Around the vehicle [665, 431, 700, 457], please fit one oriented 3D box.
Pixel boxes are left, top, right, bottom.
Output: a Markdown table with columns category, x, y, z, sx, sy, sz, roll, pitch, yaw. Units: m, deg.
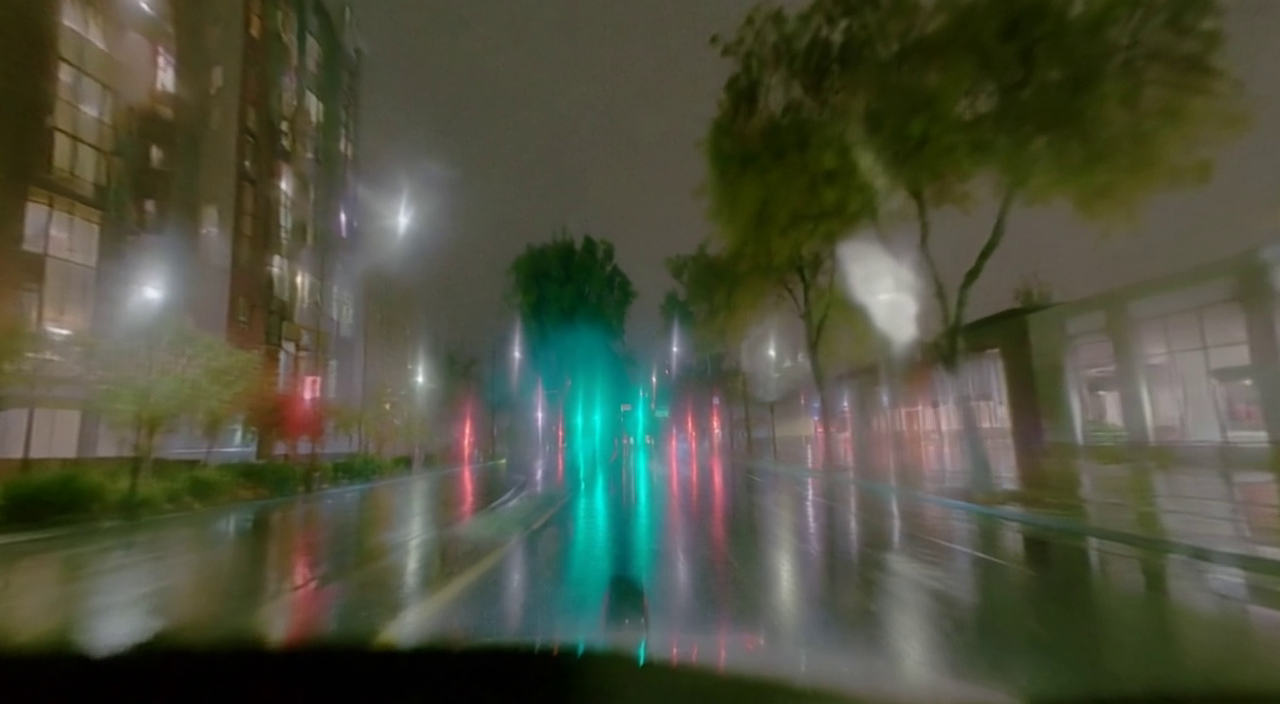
| category | x | y | z | sx | sy | sz | roll | pitch | yaw |
| --- | --- | --- | --- | --- | --- | --- | --- | --- | --- |
| vehicle | 2.887 | 6.350 | 43.595 | 2.129 | 1.719 | 4.205 | 0 | -8 | 0 |
